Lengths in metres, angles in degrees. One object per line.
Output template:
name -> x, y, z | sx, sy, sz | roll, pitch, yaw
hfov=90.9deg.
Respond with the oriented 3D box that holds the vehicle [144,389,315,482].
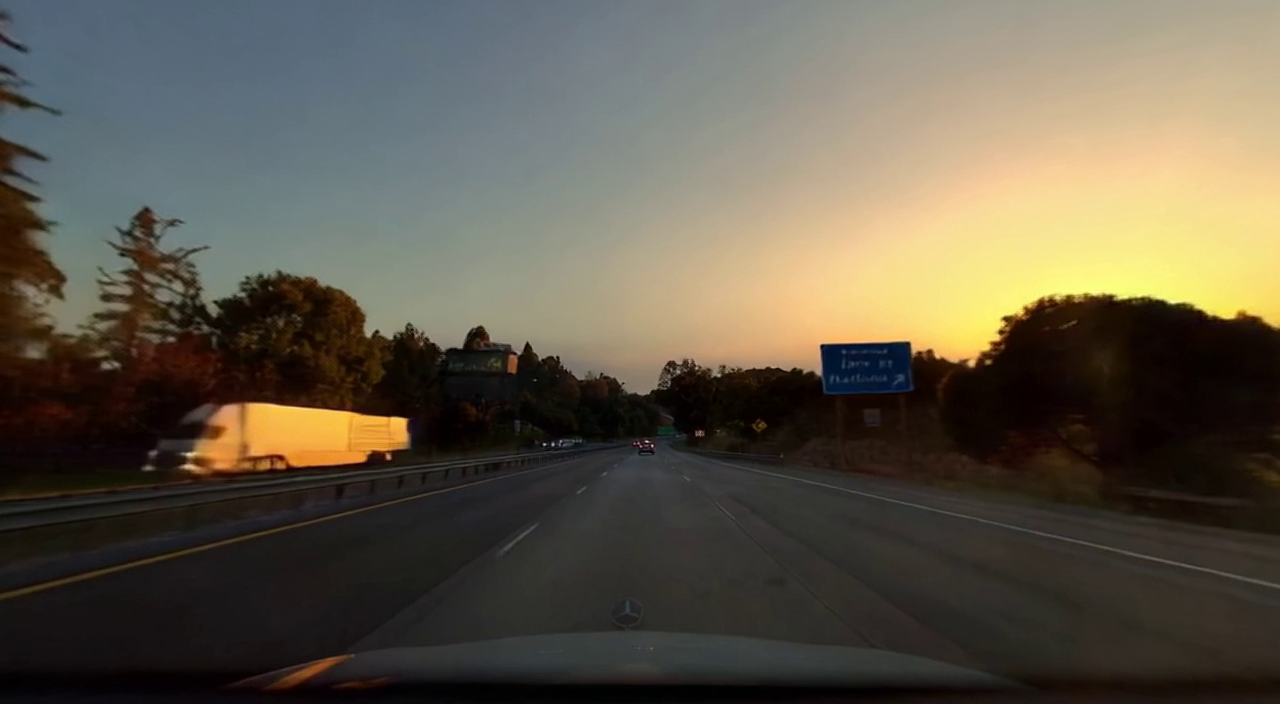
vehicle -> -21.029, 4.454, 33.282 | 3.066, 4.239, 8.740 | 0, -8, -1
